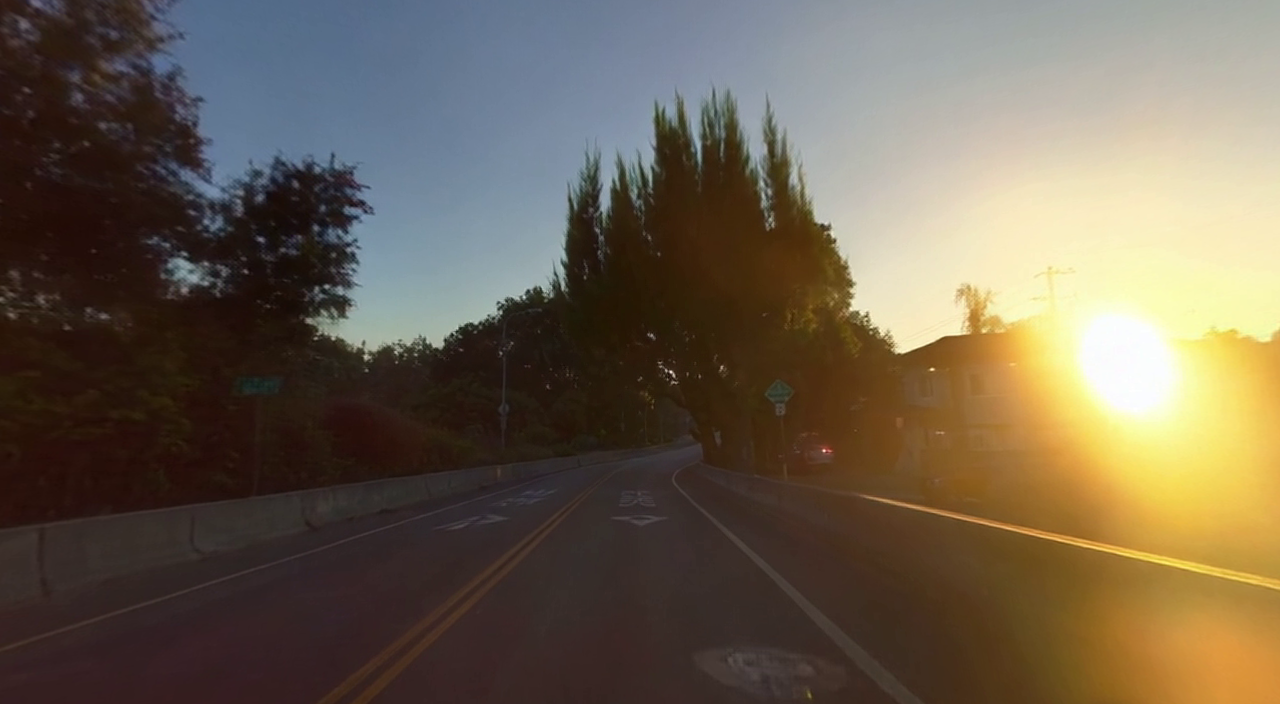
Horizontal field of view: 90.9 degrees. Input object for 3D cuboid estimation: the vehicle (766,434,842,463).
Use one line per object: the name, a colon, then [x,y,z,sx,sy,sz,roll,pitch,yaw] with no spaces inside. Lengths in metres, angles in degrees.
vehicle: [10.937,6.439,42.283,4.614,1.764,1.860,-3,-8,6]
